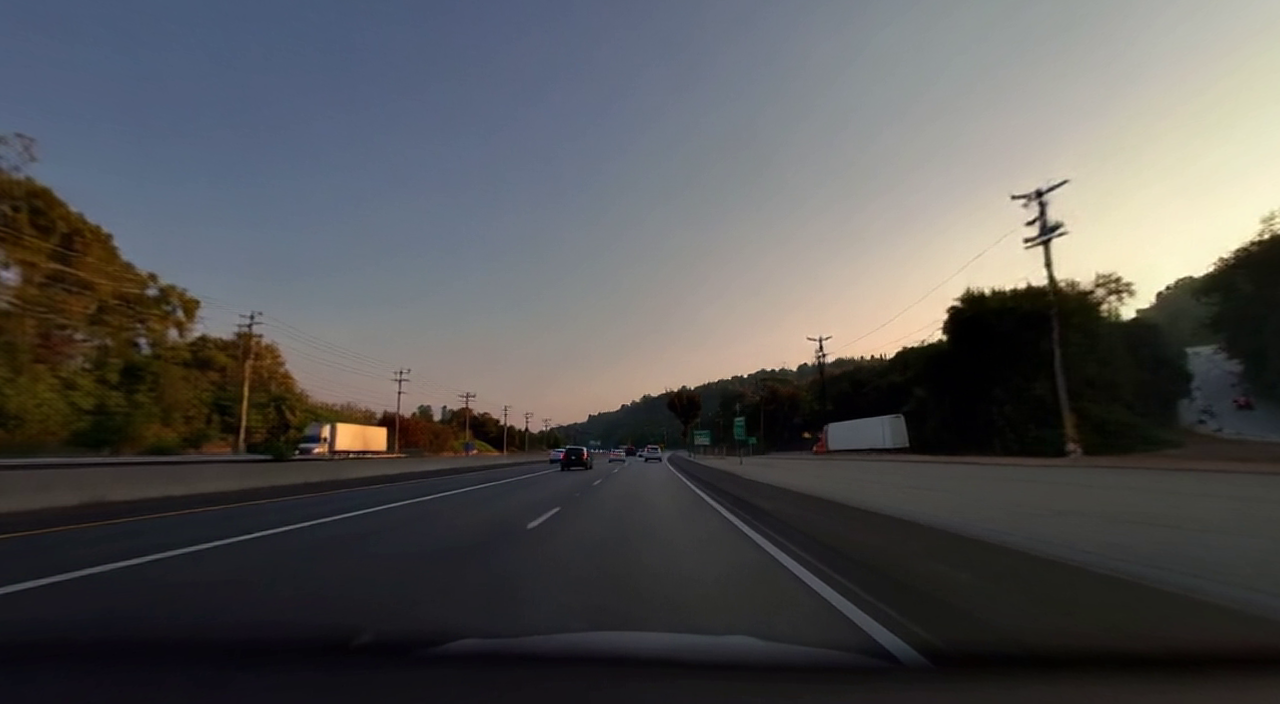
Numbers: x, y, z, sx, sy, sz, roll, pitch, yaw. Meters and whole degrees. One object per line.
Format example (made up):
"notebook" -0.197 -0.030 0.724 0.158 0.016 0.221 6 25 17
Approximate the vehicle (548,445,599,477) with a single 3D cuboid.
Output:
"vehicle" -3.630 6.079 35.409 2.263 1.696 4.321 0 -9 2
